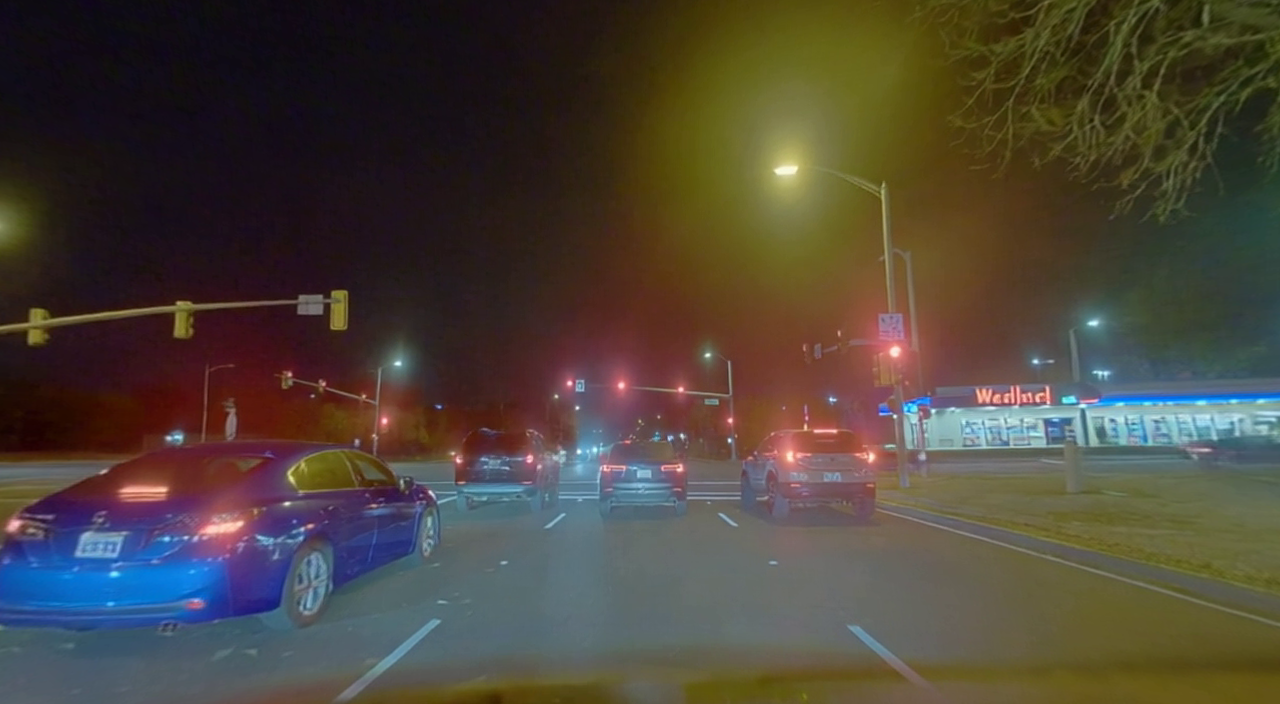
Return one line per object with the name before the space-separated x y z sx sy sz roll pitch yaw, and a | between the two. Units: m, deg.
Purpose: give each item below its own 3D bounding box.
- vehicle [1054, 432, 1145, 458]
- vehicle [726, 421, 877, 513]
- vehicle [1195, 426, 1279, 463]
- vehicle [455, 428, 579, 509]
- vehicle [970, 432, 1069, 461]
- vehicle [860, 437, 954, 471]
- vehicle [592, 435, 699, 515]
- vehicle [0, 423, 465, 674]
vehicle | 30.586 6.197 42.013 4.432 1.680 1.932 0 -9 2
vehicle | 3.331 2.492 14.041 2.076 1.691 4.402 0 -9 -2
vehicle | 32.993 4.848 32.976 5.504 1.821 2.173 -1 -9 4
vehicle | -2.817 2.809 15.518 2.072 1.694 4.070 0 -9 2
vehicle | 23.320 5.812 38.828 4.781 1.700 1.986 0 -9 1
vehicle | 12.303 4.729 29.254 3.822 1.514 1.905 -3 -9 19
vehicle | 0.142 2.658 13.997 2.032 1.499 3.994 0 -9 1
vehicle | -3.331 1.509 5.994 2.014 1.472 4.357 0 -9 1
